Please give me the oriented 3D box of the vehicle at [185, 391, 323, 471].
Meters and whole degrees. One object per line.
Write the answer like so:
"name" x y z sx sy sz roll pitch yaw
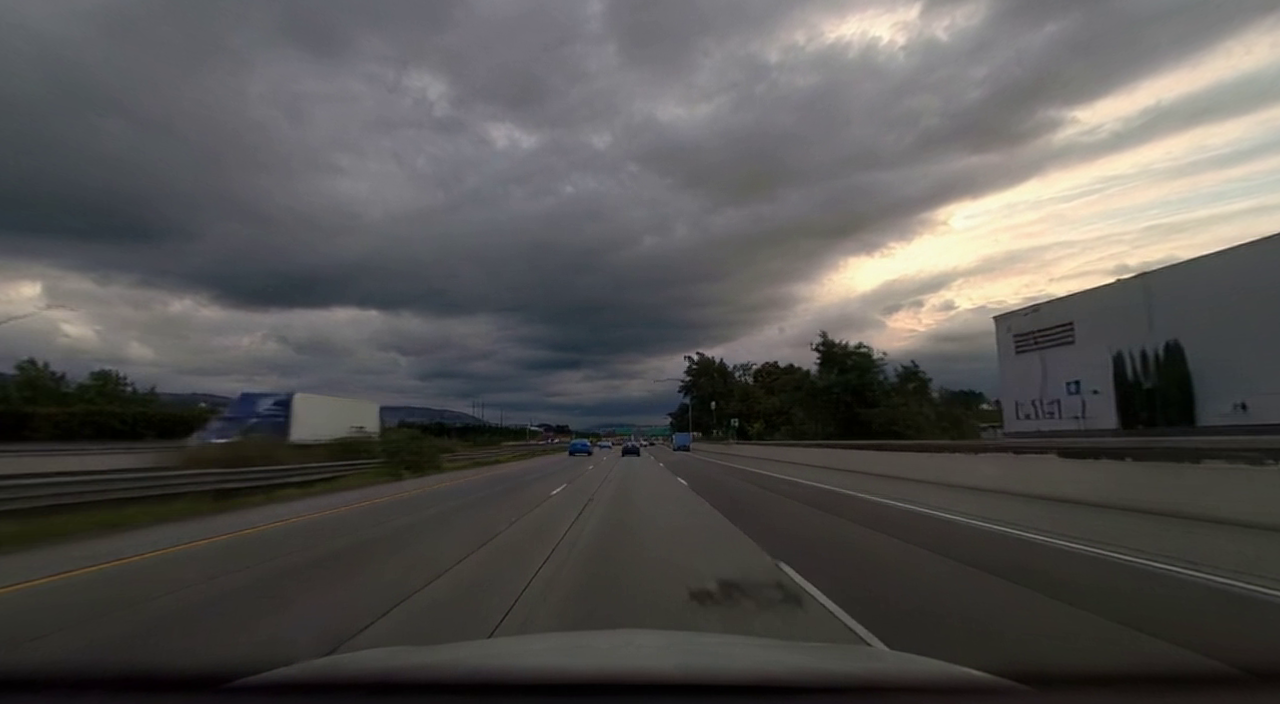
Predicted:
"vehicle" -20.999 4.381 34.716 3.613 3.912 6.088 -1 -8 0

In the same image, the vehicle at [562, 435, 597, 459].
"vehicle" -4.415 7.042 46.715 2.271 1.626 4.463 0 -8 -1
